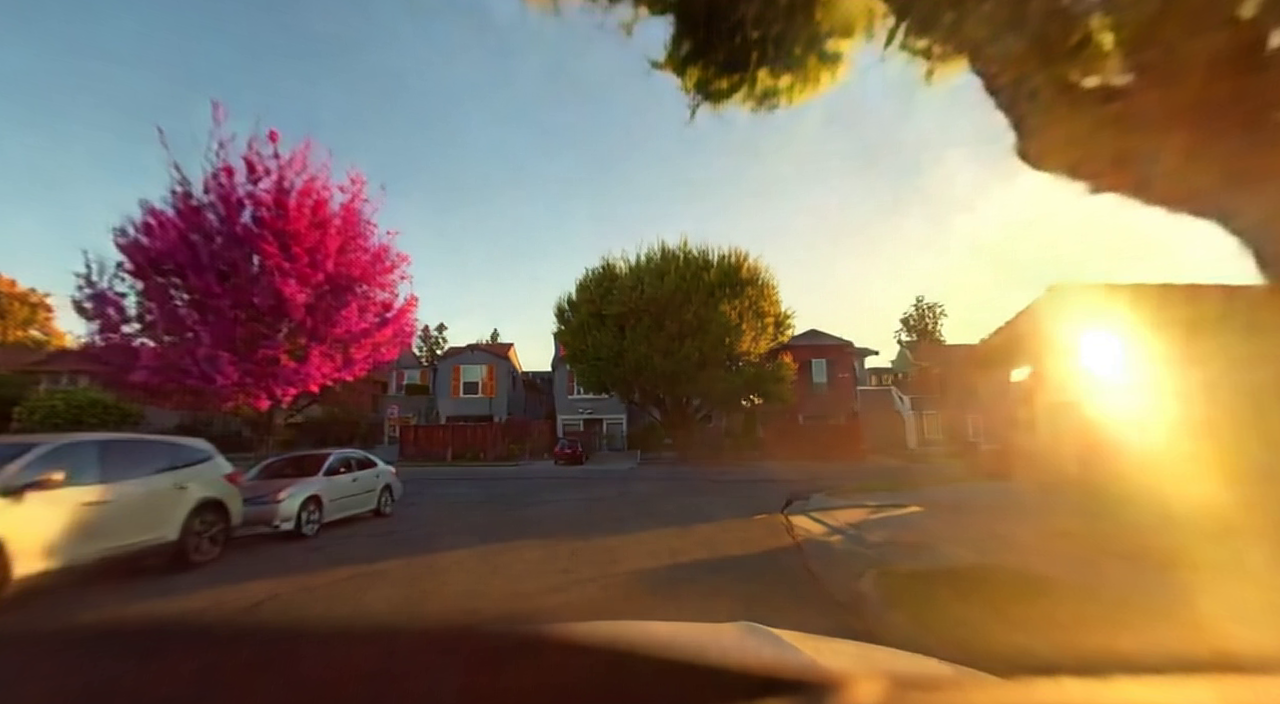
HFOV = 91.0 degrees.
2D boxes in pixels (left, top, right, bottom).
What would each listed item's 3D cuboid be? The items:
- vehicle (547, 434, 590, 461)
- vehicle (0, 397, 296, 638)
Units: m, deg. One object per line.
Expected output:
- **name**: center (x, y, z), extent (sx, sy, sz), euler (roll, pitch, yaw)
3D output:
- **vehicle**: center (-4.306, 5.844, 38.547), extent (1.968, 1.491, 4.486), euler (0, -8, 2)
- **vehicle**: center (-5.804, 1.442, 6.074), extent (2.139, 1.783, 4.717), euler (-1, -8, 2)
